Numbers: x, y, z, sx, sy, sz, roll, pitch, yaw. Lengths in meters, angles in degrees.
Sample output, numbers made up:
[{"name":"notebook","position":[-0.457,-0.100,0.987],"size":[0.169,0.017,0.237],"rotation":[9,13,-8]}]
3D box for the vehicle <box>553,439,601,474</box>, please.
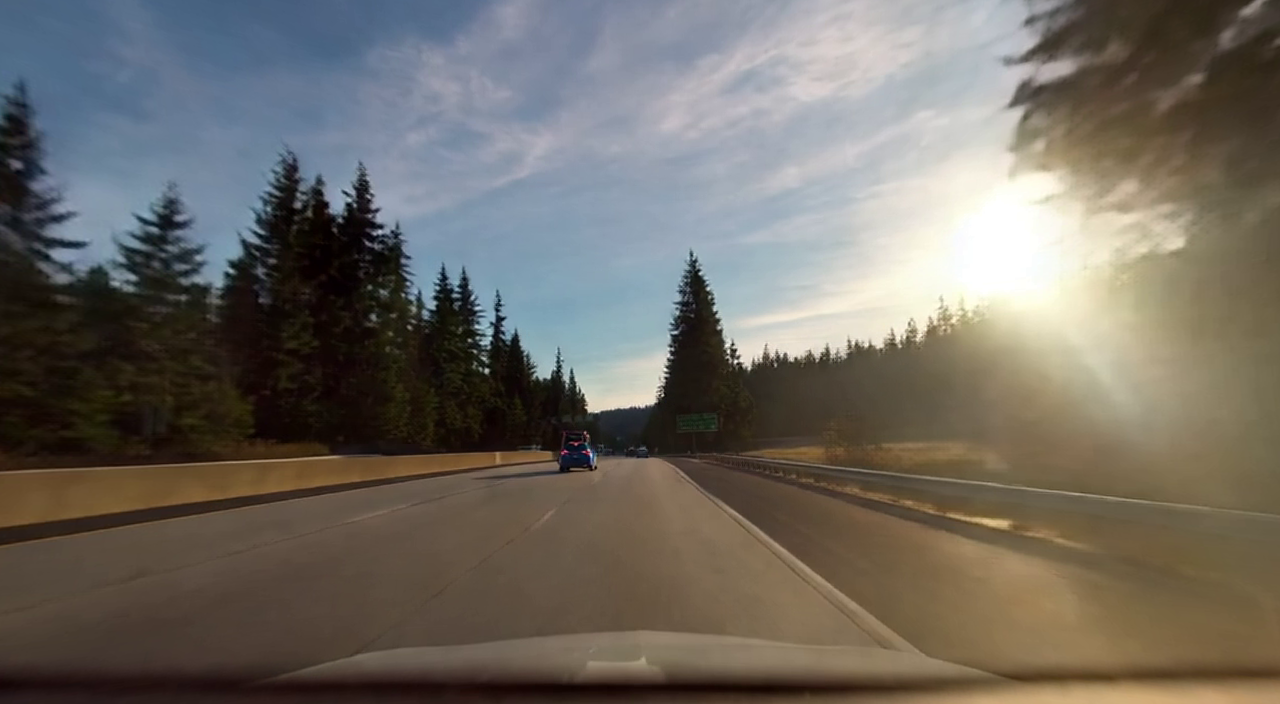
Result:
[{"name":"vehicle","position":[-3.376,5.677,34.474],"size":[2.084,1.752,4.479],"rotation":[0,-8,1]}]
